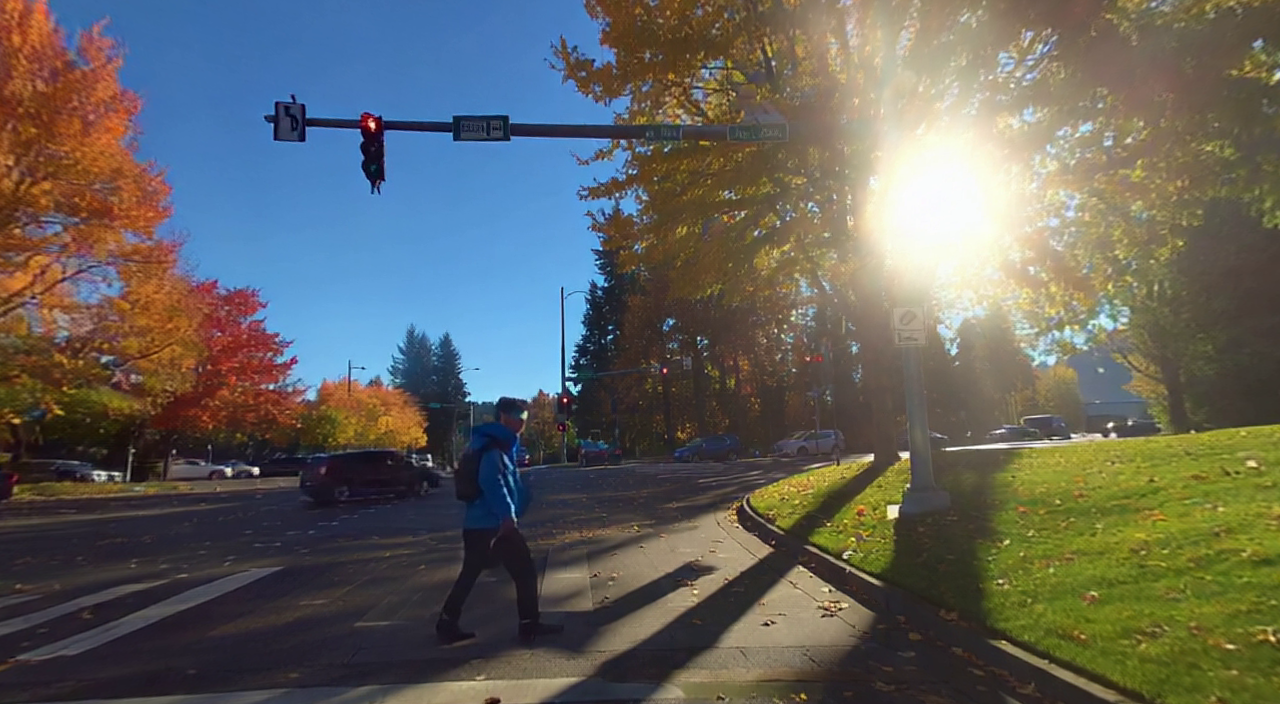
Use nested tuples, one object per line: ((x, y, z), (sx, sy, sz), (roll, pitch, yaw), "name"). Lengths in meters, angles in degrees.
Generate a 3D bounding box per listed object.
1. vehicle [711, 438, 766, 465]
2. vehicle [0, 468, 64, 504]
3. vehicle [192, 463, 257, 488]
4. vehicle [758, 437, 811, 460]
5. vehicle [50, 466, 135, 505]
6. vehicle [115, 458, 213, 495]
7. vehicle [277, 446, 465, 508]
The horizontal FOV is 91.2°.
((6.954, 6.969, 43.965), (1.867, 1.743, 4.259), (-8, -11, 40), "vehicle")
((-30.334, 6.447, 30.334), (1.800, 1.520, 3.968), (2, -9, -14), "vehicle")
((-28.557, 8.474, 43.177), (1.768, 1.465, 3.972), (0, -9, -1), "vehicle")
((11.468, 7.587, 49.360), (1.979, 1.659, 4.907), (-8, -11, 39), "vehicle")
((-25.428, 6.161, 29.270), (1.694, 1.528, 4.225), (3, -9, -24), "vehicle")
((-27.832, 7.268, 36.914), (2.064, 1.913, 5.081), (0, -9, -4), "vehicle")
((-7.825, 3.612, 18.688), (1.915, 1.586, 4.734), (-7, -11, 38), "vehicle")
